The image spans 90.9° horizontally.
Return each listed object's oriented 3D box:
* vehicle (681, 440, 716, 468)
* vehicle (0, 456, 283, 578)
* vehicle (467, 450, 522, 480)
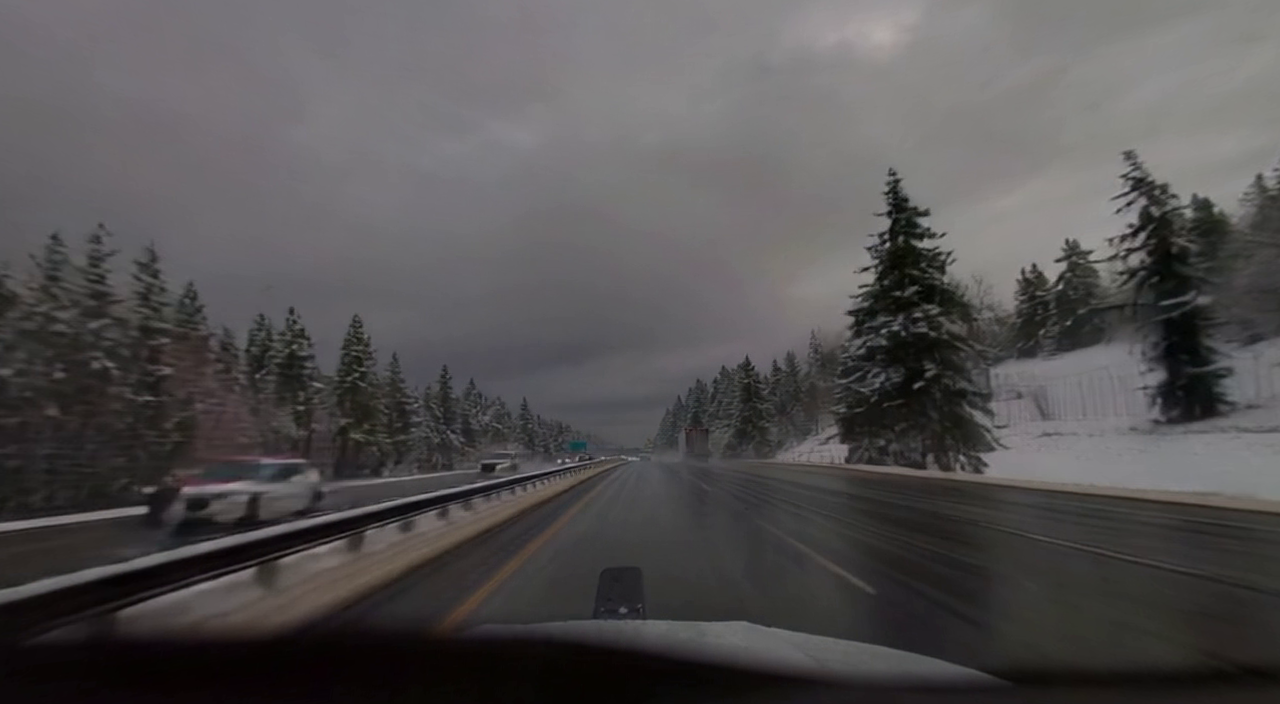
[{"bbox_3d":[4.481,7.857,48.729,2.189,2.007,4.872,0,-9,-1],"label":"vehicle"},{"bbox_3d":[-8.423,2.557,10.662,2.003,1.517,4.753,0,-9,0],"label":"vehicle"},{"bbox_3d":[-8.061,6.295,35.392,1.999,1.587,4.351,0,-9,1],"label":"vehicle"}]
